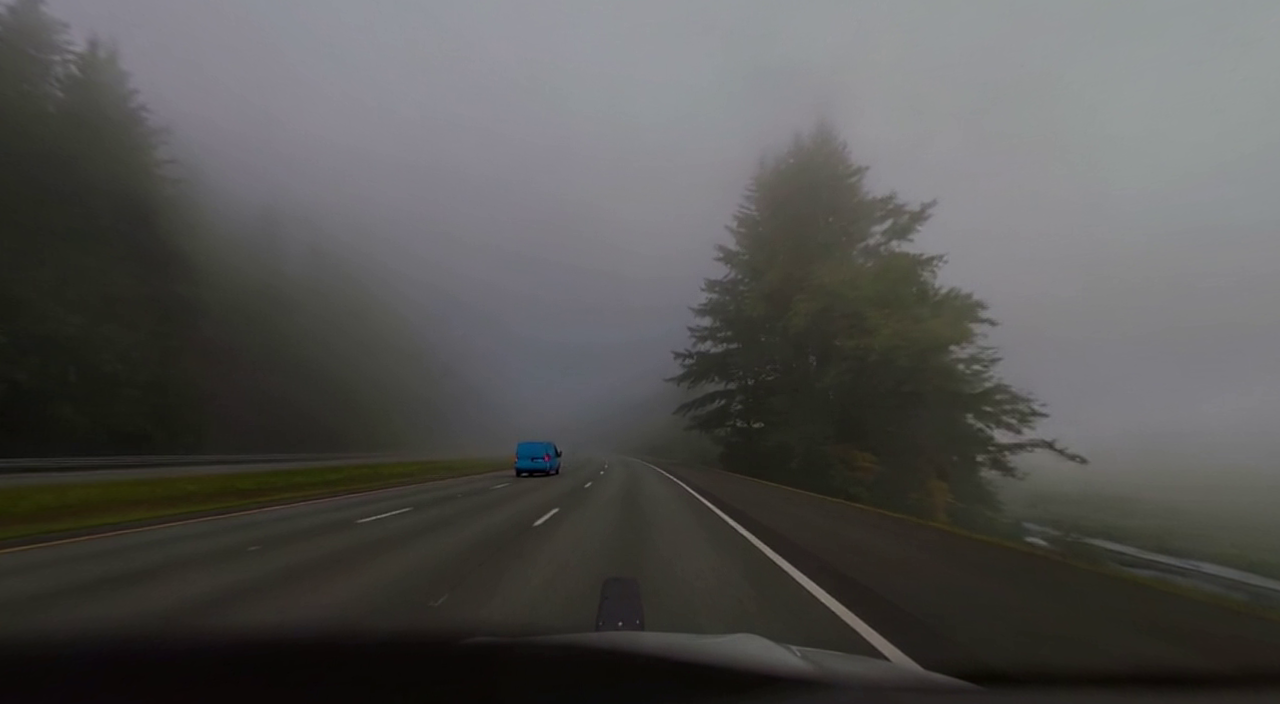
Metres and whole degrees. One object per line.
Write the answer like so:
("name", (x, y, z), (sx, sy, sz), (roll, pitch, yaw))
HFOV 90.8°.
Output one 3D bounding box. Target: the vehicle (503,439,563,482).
("vehicle", (-5.461, 5.605, 32.883), (2.197, 2.038, 4.919), (0, -9, 0))
